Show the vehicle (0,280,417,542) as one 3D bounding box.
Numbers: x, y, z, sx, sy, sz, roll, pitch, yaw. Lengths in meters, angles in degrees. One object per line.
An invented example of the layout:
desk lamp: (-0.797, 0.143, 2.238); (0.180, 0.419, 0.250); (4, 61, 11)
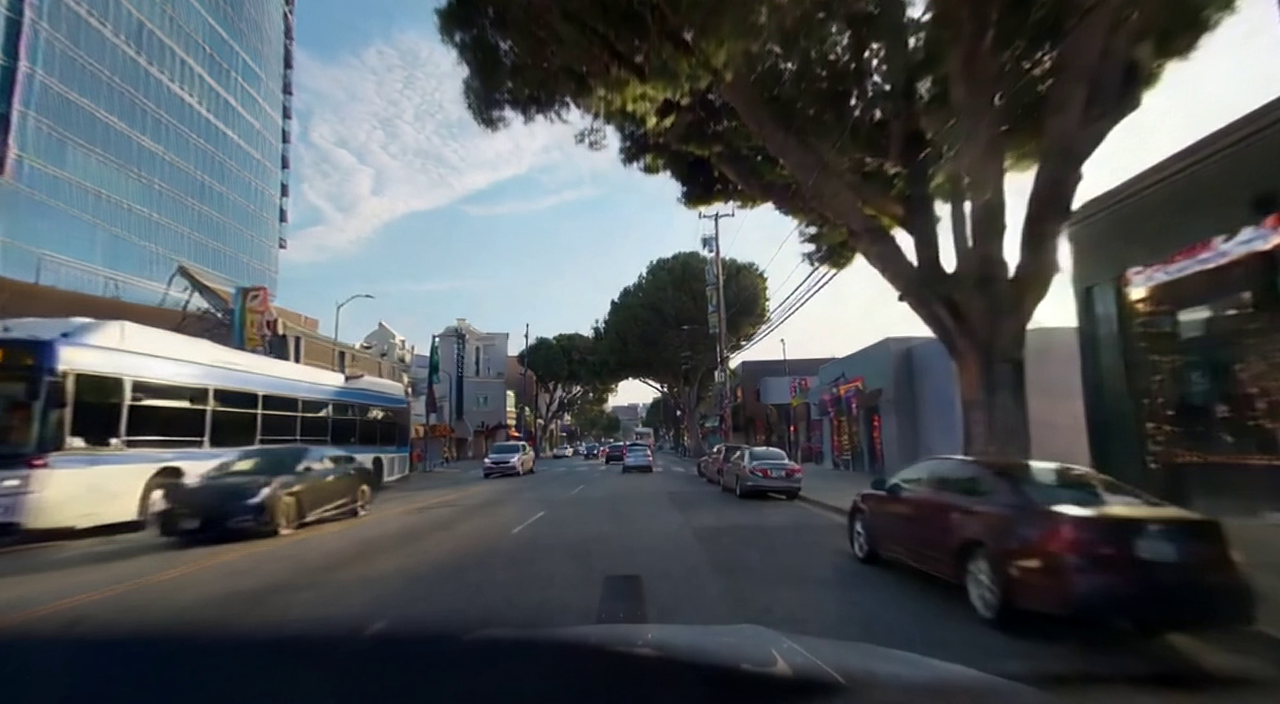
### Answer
vehicle: (-9.432, 1.798, 15.298); (3.022, 3.627, 13.129); (-1, -9, 1)

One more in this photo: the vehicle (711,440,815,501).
vehicle: (3.288, 3.258, 17.846); (2.018, 1.474, 4.524); (0, -8, 0)

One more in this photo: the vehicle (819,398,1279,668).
vehicle: (3.240, 1.394, 5.952); (1.878, 1.621, 4.135); (0, -8, 0)

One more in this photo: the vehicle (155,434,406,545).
vehicle: (-5.963, 2.287, 11.238); (1.954, 1.581, 4.197); (0, -8, 0)

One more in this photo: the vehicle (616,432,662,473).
vehicle: (0.001, 4.970, 31.528); (2.127, 1.893, 4.194); (0, -8, 1)

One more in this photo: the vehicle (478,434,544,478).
vehicle: (-5.592, 4.563, 27.893); (2.050, 1.763, 4.119); (0, -8, 0)
